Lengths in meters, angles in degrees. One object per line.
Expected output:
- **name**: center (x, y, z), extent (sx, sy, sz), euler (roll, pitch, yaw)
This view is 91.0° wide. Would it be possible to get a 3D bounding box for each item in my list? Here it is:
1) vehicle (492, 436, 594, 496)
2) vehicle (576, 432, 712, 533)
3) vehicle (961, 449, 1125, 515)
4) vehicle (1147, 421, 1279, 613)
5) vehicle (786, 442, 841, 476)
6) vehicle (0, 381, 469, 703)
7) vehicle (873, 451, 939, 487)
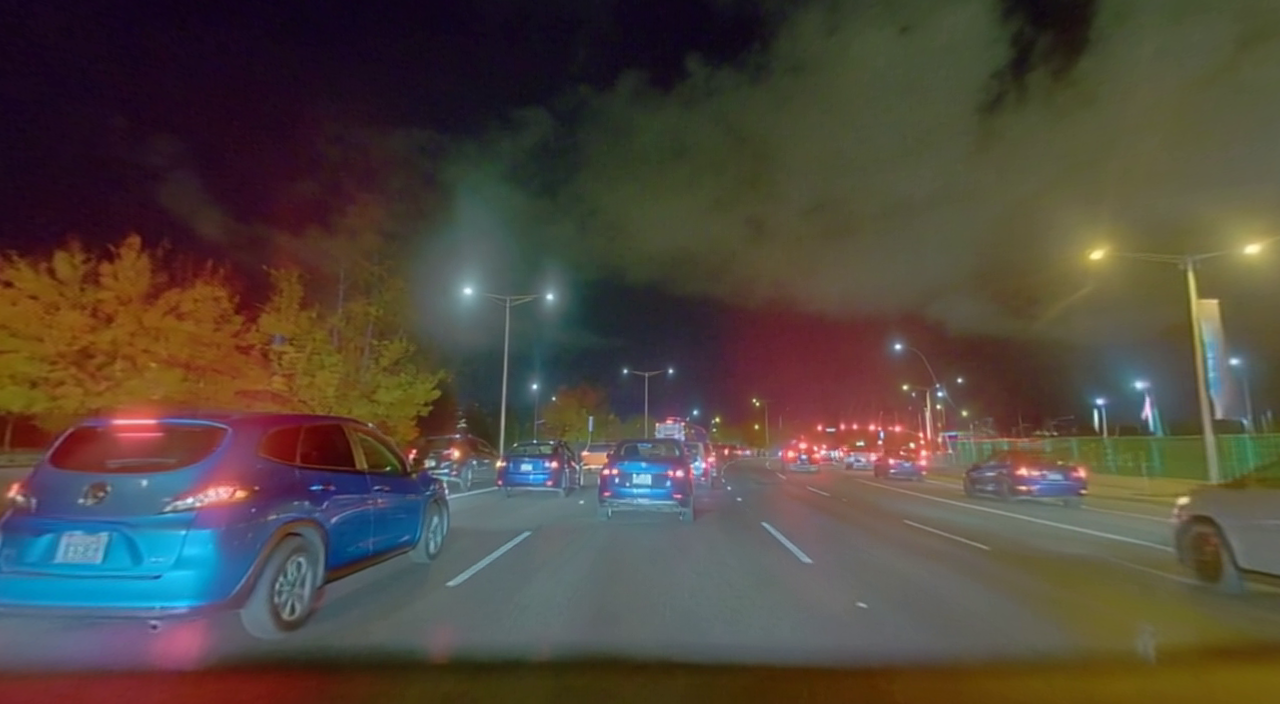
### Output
- **vehicle**: center (-2.728, 3.355, 18.982), extent (1.974, 1.549, 4.603), euler (0, -9, 5)
- **vehicle**: center (0.224, 2.340, 11.883), extent (2.090, 1.506, 4.276), euler (0, -9, 4)
- **vehicle**: center (11.065, 3.548, 17.773), extent (1.934, 1.585, 4.397), euler (0, -9, 4)
- **vehicle**: center (6.416, 1.269, 4.399), extent (2.011, 1.610, 4.568), euler (0, -9, 2)
- **vehicle**: center (8.612, 5.329, 31.568), extent (1.944, 1.544, 4.301), euler (0, -9, 6)
- **vehicle**: center (-3.164, 1.288, 5.387), extent (1.988, 1.635, 4.260), euler (0, -9, 3)
- **vehicle**: center (12.429, 5.453, 29.638), extent (1.749, 1.481, 3.808), euler (0, -9, 5)
